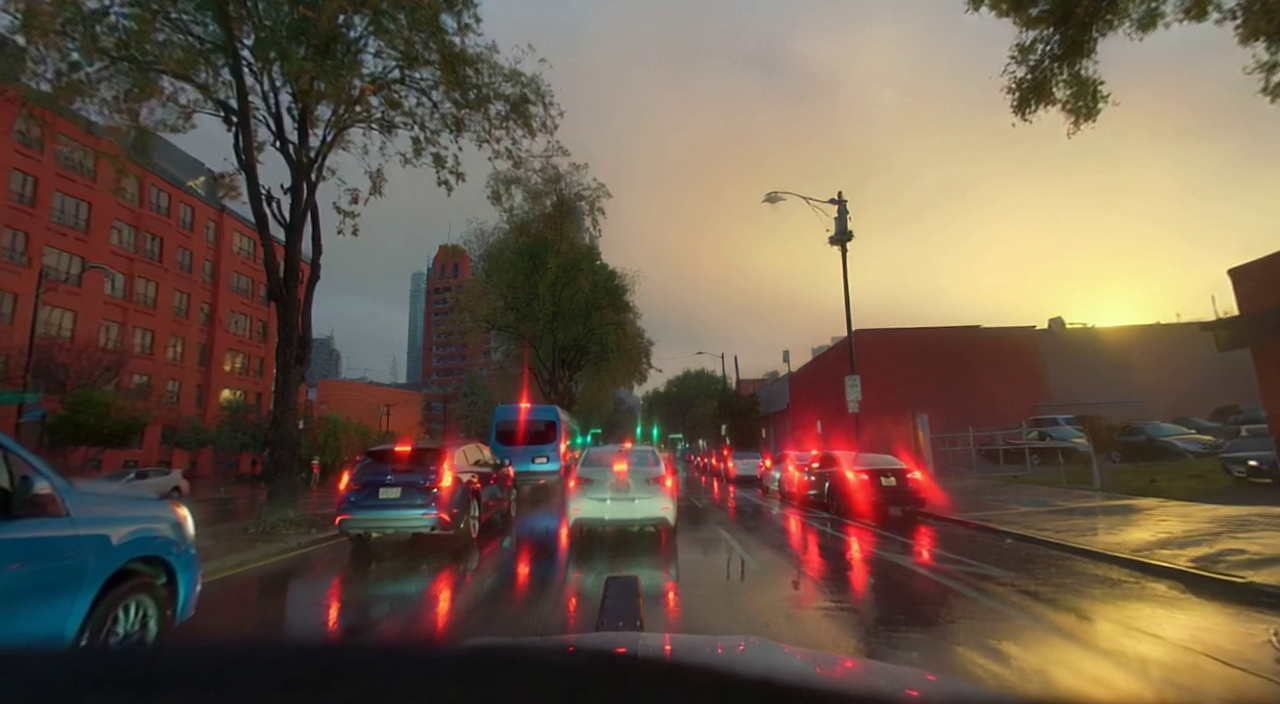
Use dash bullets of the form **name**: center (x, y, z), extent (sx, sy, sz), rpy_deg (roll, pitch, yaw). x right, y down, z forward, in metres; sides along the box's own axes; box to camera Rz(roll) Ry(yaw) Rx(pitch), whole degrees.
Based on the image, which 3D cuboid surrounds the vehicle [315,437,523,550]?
- **vehicle**: center (-3.527, 2.328, 11.106), extent (1.995, 1.554, 4.426), rpy_deg (0, -9, 1)

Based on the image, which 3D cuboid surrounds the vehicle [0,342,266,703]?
- **vehicle**: center (-3.723, 0.752, 1.979), extent (2.140, 1.768, 4.685), rpy_deg (0, -9, 1)

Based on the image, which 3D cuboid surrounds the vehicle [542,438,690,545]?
- **vehicle**: center (-0.362, 2.343, 11.261), extent (2.152, 1.518, 4.113), rpy_deg (0, -9, -1)

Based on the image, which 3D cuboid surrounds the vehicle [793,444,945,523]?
- **vehicle**: center (4.910, 2.855, 14.199), extent (1.832, 1.491, 4.054), rpy_deg (1, -9, -1)
